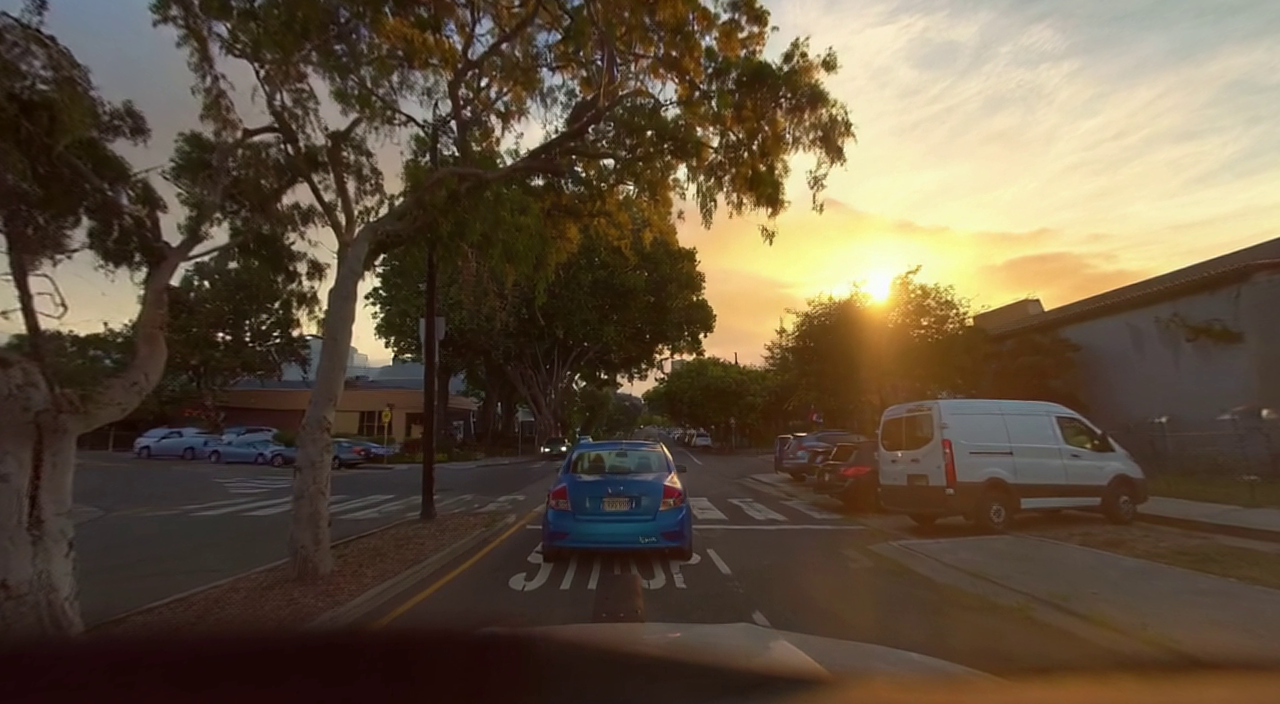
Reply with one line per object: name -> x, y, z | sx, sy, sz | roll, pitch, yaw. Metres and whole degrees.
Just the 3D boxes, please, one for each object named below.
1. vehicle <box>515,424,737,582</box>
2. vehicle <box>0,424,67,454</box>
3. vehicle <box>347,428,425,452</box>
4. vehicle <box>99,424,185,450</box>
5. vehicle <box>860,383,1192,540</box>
vehicle -> -0.194, 1.746, 8.220 | 2.065, 1.450, 4.522 | 0, -8, -2
vehicle -> -31.832, 4.367, 31.672 | 4.168, 1.458, 1.904 | 0, -9, -2
vehicle -> -18.453, 6.428, 46.065 | 4.892, 1.679, 1.927 | 1, -9, -6
vehicle -> -31.804, 5.455, 40.411 | 3.915, 1.574, 1.850 | 0, -9, 3
vehicle -> 6.652, 1.821, 10.870 | 5.385, 2.146, 2.143 | 4, -9, -25
